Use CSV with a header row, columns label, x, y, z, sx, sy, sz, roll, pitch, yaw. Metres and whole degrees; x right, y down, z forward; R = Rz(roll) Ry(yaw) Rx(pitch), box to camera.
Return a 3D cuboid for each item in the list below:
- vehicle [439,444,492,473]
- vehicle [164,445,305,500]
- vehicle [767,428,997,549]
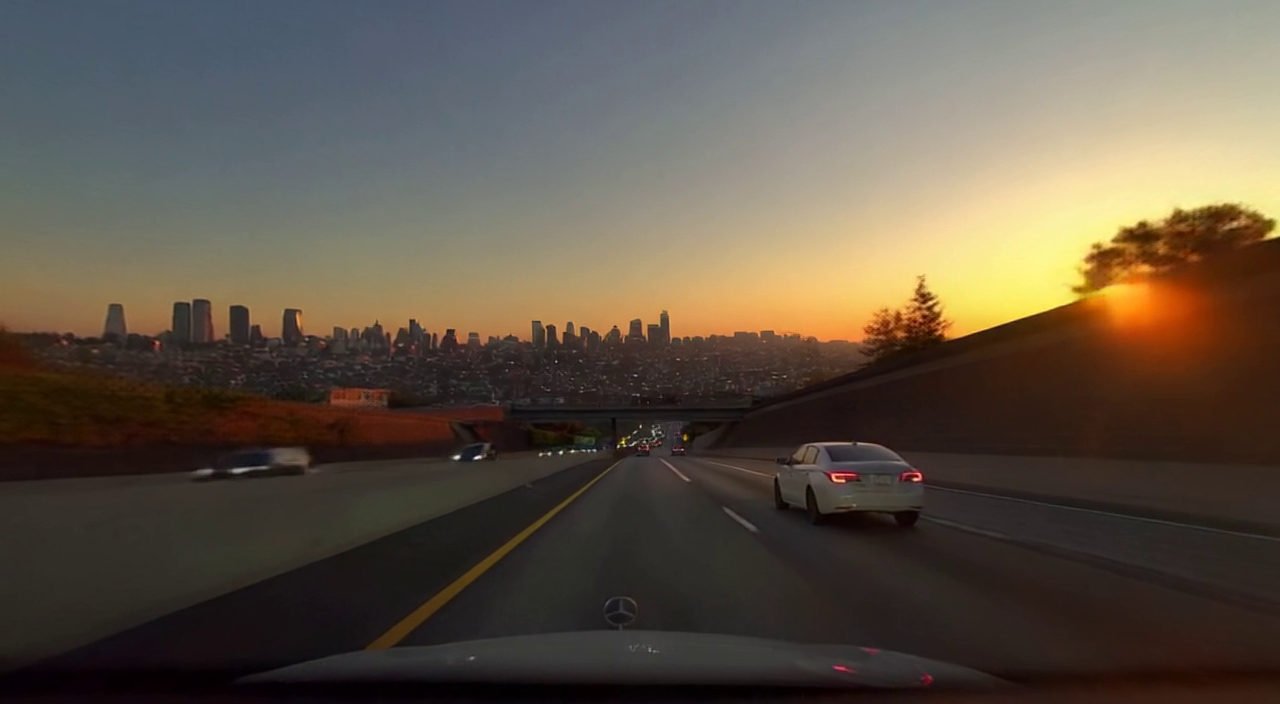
label,x,y,z,sx,sy,sz,roll,pitch,yaw
vehicle,-10.870,6.644,39.738,1.912,1.682,4.427,0,-8,2
vehicle,-14.844,4.390,23.506,2.106,1.809,4.622,0,-8,1
vehicle,3.581,2.105,10.479,1.982,1.533,4.612,0,-8,0
